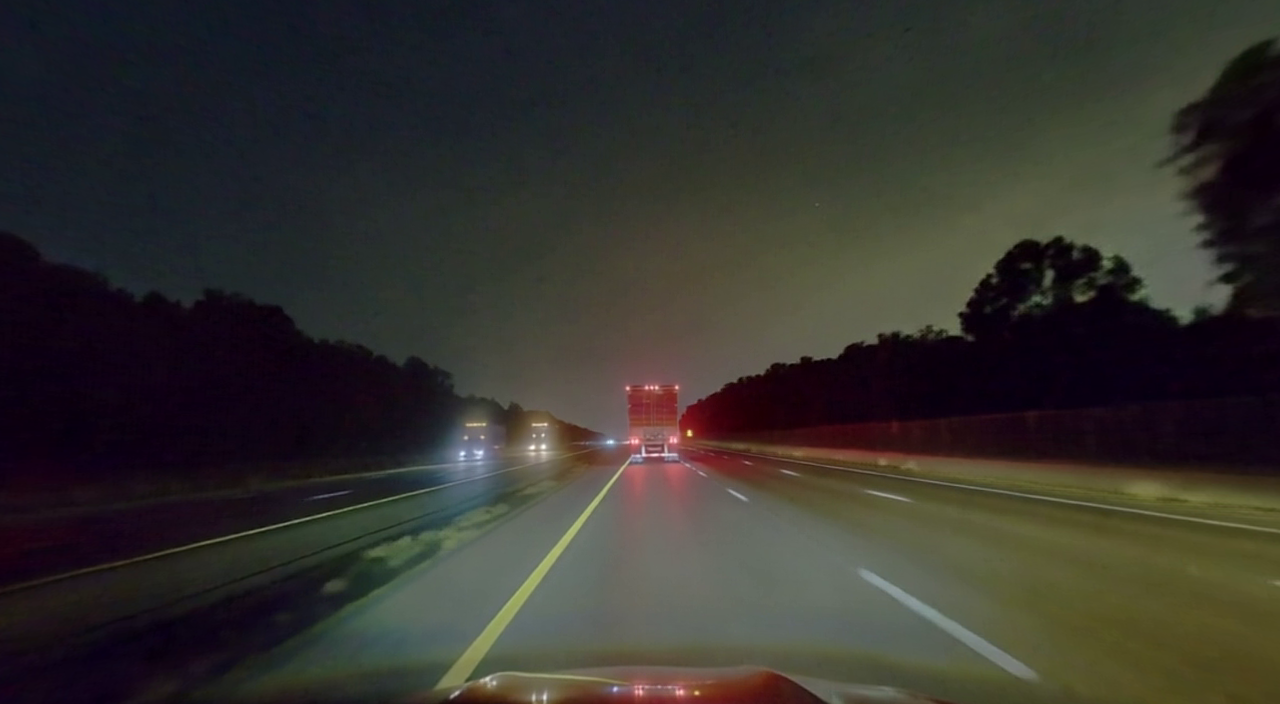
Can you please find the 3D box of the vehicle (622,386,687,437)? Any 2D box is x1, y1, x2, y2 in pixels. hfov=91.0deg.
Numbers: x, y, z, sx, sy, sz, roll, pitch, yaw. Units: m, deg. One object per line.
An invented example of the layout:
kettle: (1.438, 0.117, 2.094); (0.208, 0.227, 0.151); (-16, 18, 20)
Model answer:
vehicle: (0.534, 2.594, 26.390); (2.509, 1.890, 4.732); (0, -8, 0)
